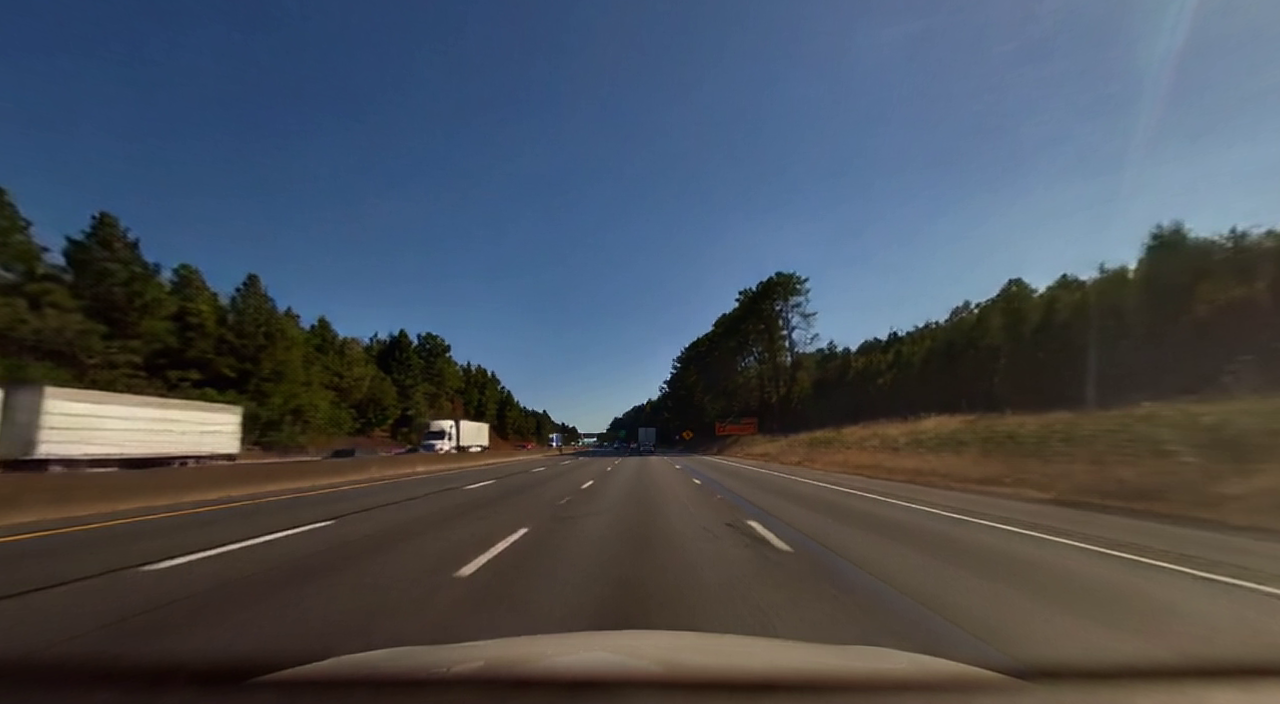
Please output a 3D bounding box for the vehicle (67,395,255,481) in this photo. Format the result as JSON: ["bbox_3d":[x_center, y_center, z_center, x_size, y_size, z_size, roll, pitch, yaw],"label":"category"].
[{"bbox_3d":[-22.389,4.136,30.156,2.827,3.536,7.540,0,-8,1],"label":"vehicle"}]

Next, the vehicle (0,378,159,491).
[{"bbox_3d":[-22.386,2.931,22.143,3.019,3.659,9.658,0,-8,1],"label":"vehicle"}]
